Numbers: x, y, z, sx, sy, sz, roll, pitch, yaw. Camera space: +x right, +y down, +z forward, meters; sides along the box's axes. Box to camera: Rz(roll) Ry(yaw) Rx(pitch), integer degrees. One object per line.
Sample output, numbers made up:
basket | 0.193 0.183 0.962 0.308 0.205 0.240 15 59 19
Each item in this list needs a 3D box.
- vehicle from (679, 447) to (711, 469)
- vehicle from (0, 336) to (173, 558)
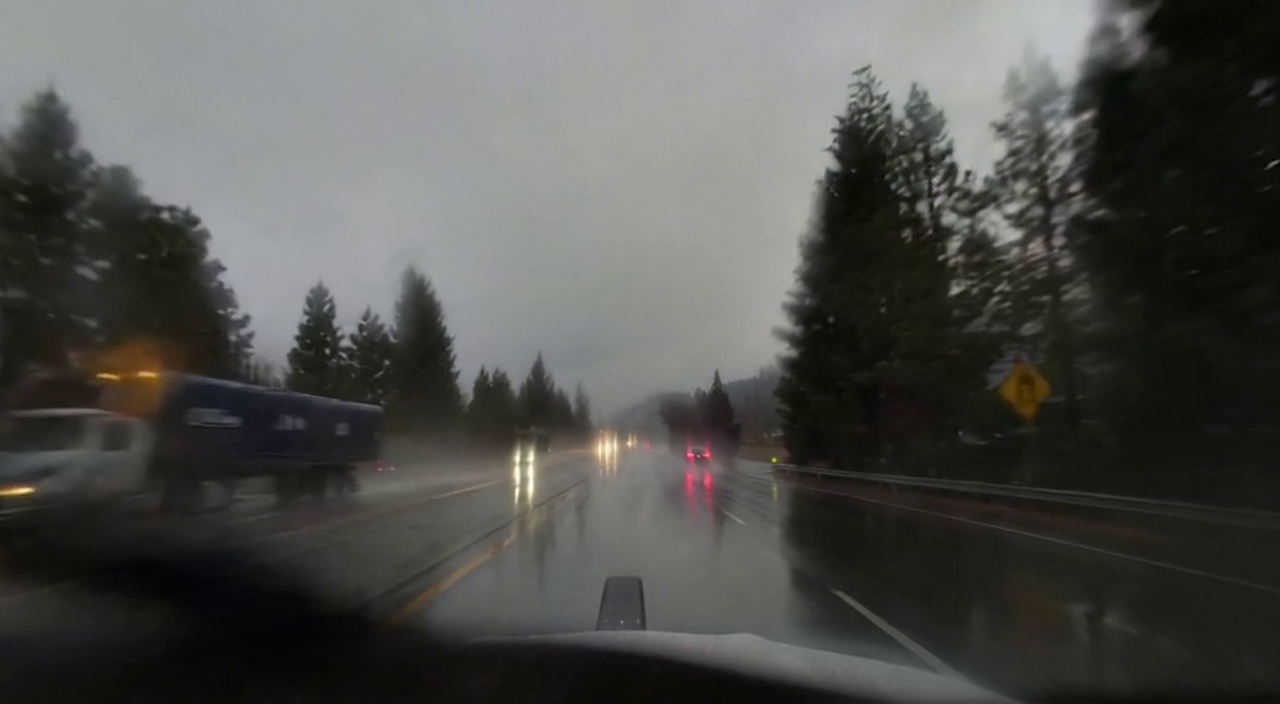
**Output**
vehicle | 4.172 8.135 48.655 2.013 1.584 3.995 0 -9 -1
vehicle | -13.227 1.921 12.681 2.930 4.035 5.919 0 -9 -1
